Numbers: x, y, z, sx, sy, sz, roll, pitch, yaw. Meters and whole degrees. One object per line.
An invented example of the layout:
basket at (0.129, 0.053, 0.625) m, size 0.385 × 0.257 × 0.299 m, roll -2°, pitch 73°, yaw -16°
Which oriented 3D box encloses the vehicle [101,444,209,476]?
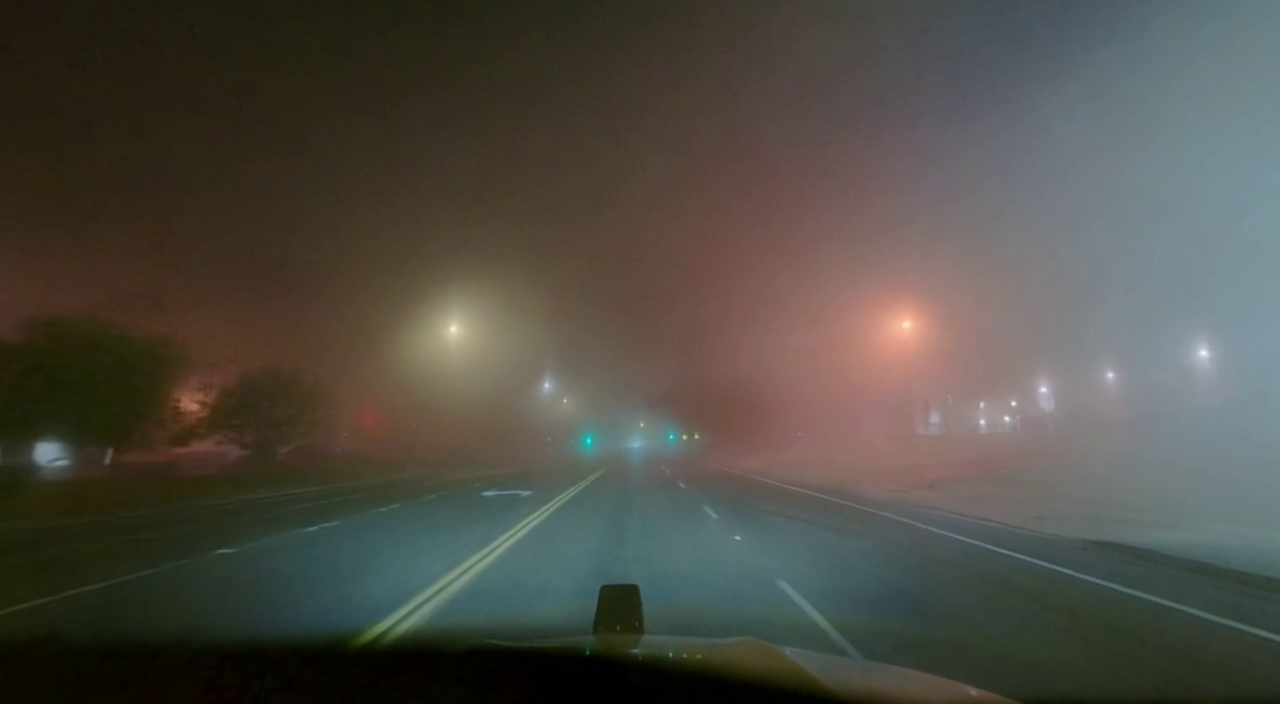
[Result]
vehicle at (-28.378, 6.306, 37.060) m, size 4.626 × 1.753 × 2.054 m, roll 0°, pitch -8°, yaw 1°

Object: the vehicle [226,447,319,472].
vehicle at (-23.271, 6.834, 40.117) m, size 4.686 × 1.495 × 1.879 m, roll 0°, pitch -8°, yaw 1°

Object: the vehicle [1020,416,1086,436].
vehicle at (32.516, 5.867, 49.821) m, size 3.904 × 1.508 × 1.724 m, roll -1°, pitch -9°, yaw 1°
